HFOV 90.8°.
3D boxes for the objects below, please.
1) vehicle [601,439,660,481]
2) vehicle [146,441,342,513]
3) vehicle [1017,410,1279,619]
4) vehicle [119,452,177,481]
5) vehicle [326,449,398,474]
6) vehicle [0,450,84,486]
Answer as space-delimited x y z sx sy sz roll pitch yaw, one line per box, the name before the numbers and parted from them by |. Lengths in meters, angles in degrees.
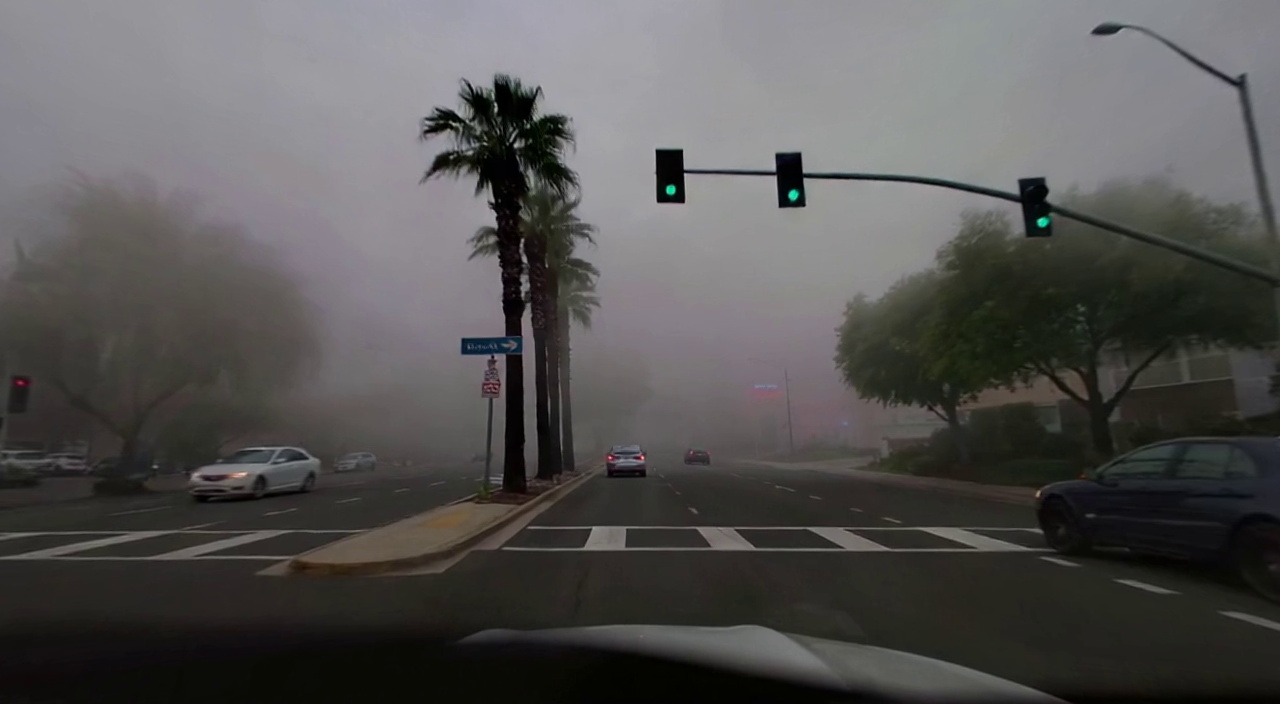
vehicle | -0.349 4.181 24.716 2.106 1.496 3.964 0 -9 0
vehicle | -8.921 2.827 14.781 1.830 1.431 4.240 0 -9 0
vehicle | 6.150 1.442 6.029 2.244 1.618 4.585 0 -9 0
vehicle | -27.795 6.455 35.837 2.033 1.488 4.497 5 -10 -32
vehicle | -18.348 7.214 41.907 1.968 1.524 4.390 -2 -9 15
vehicle | -32.039 5.936 32.674 2.031 1.736 5.062 0 -9 -1
